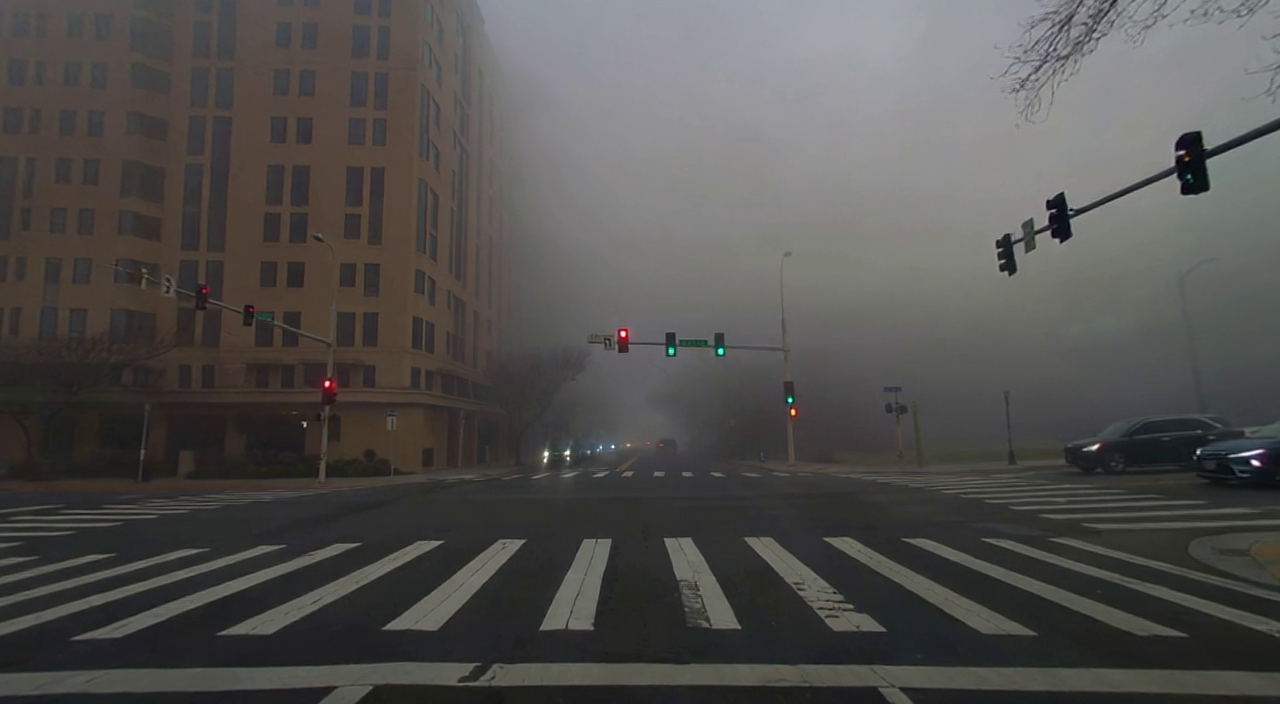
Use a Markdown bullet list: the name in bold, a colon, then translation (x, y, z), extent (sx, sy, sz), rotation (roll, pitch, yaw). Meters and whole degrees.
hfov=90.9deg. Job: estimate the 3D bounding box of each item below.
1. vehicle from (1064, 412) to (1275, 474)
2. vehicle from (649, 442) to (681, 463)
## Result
- **vehicle**: translation (16.921, 2.943, 20.400), extent (4.802, 1.860, 2.146), rotation (0, -8, 0)
- **vehicle**: translation (1.814, 7.583, 47.830), extent (2.039, 1.470, 4.355), rotation (0, -8, -3)
